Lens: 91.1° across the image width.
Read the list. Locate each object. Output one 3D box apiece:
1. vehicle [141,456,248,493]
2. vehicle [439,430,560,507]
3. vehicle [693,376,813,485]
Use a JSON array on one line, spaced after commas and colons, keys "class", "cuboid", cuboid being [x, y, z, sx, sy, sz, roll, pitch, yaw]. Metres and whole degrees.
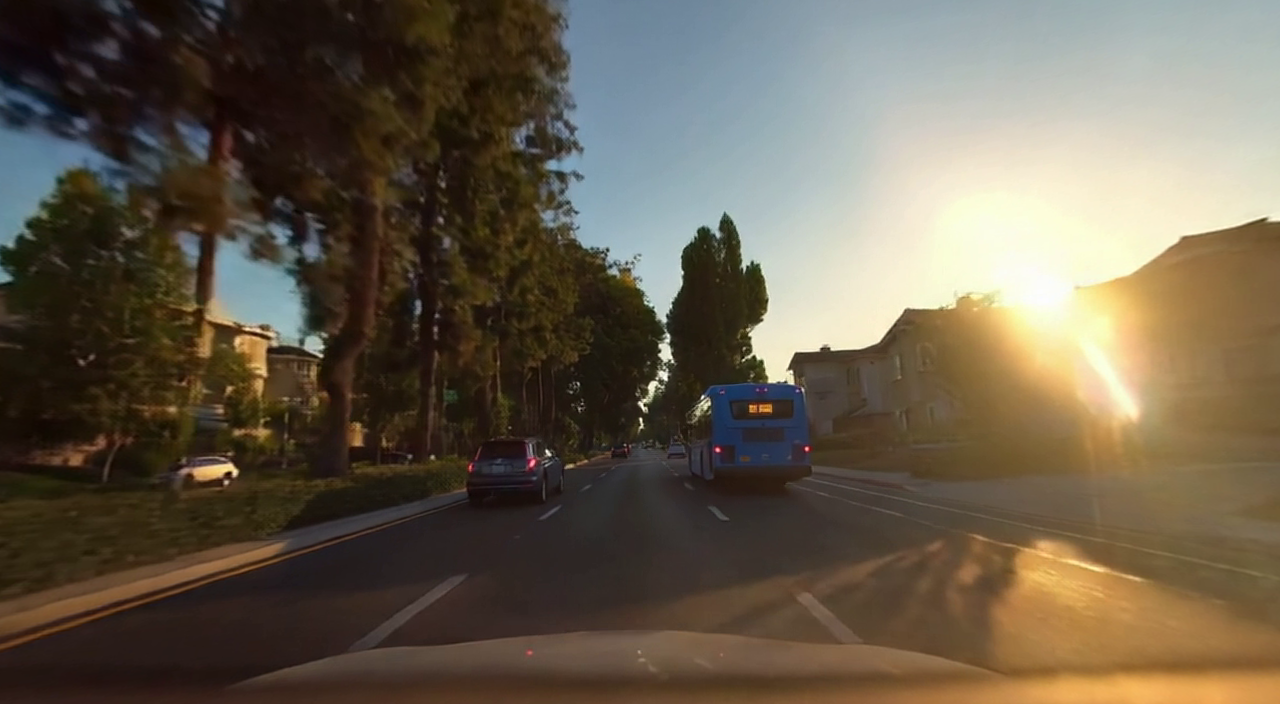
[{"class": "vehicle", "cuboid": [-22.243, 6.097, 31.603, 2.018, 1.648, 4.631, 0, -8, -1]}, {"class": "vehicle", "cuboid": [-3.543, 3.026, 16.835, 2.111, 1.767, 4.333, 0, -8, 2]}, {"class": "vehicle", "cuboid": [3.929, 3.283, 25.336, 3.072, 3.278, 12.747, 0, -8, 3]}]
